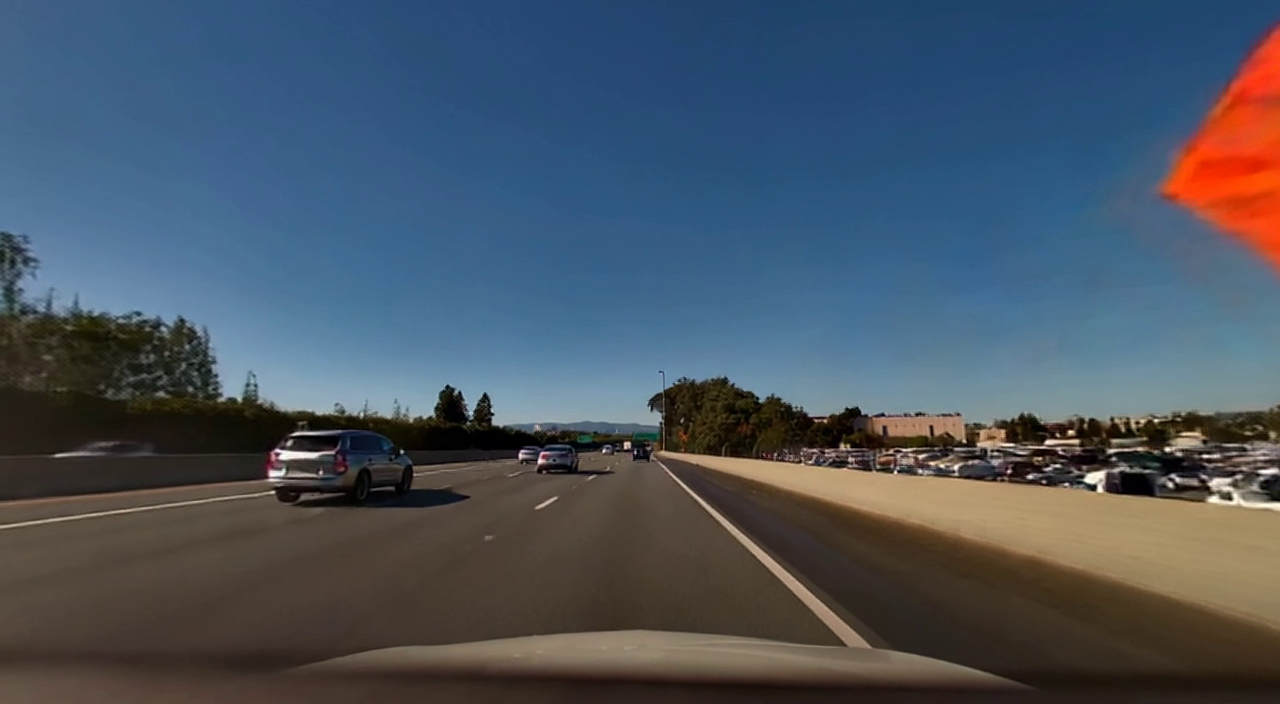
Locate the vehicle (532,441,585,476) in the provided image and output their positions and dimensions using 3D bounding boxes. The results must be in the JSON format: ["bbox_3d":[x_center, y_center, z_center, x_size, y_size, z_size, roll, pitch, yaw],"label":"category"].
[{"bbox_3d":[-4.057,5.367,31.951,2.070,1.665,4.213,0,-9,1],"label":"vehicle"}]

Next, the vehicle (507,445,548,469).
[{"bbox_3d":[-7.704,7.194,43.458,1.991,1.538,4.360,0,-9,0],"label":"vehicle"}]

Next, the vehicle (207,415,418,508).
[{"bbox_3d":[-7.453,2.582,15.231,2.159,1.807,5.422,0,-9,0],"label":"vehicle"}]
